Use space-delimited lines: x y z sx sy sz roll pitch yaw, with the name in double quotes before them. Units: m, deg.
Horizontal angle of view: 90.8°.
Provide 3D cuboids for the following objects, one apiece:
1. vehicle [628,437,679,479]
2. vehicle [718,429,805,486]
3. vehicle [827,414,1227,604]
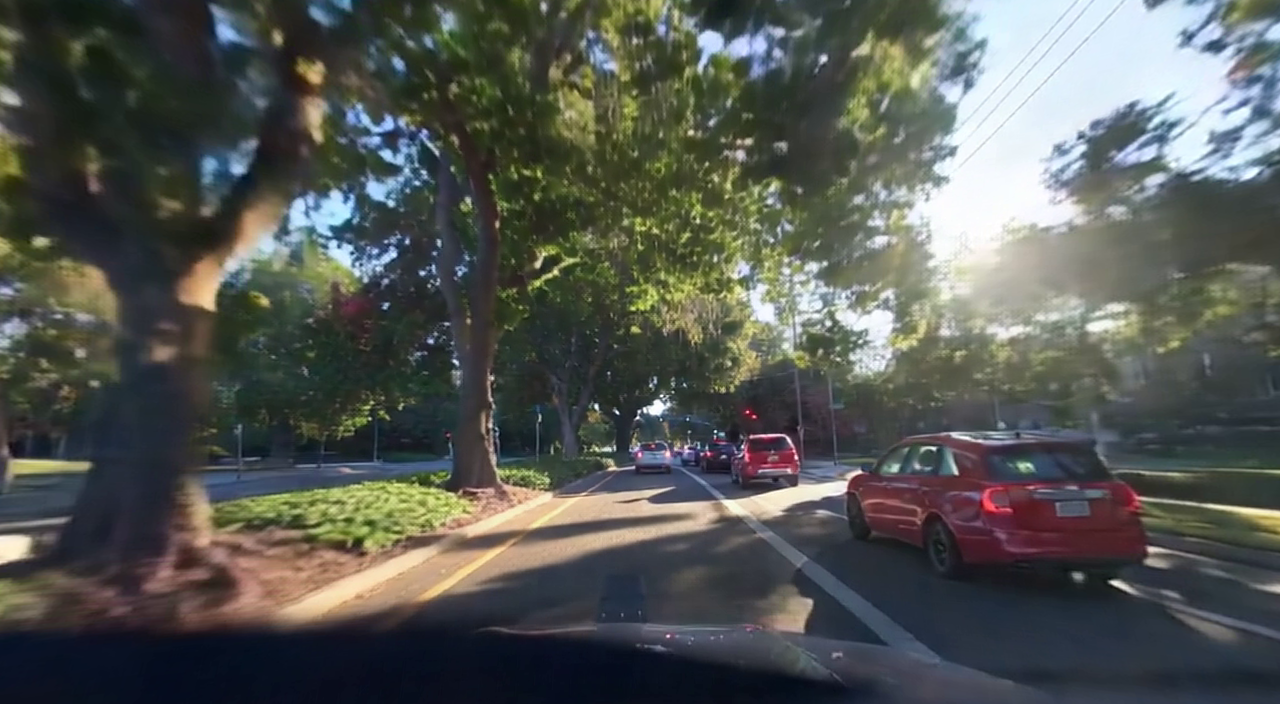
"vehicle" 0.607 4.854 28.985 2.163 1.746 4.073 -1 -9 1
"vehicle" 4.340 3.915 23.500 2.254 1.840 4.918 -1 -9 0
"vehicle" 3.805 1.622 7.367 1.881 1.512 4.294 -1 -9 -1
